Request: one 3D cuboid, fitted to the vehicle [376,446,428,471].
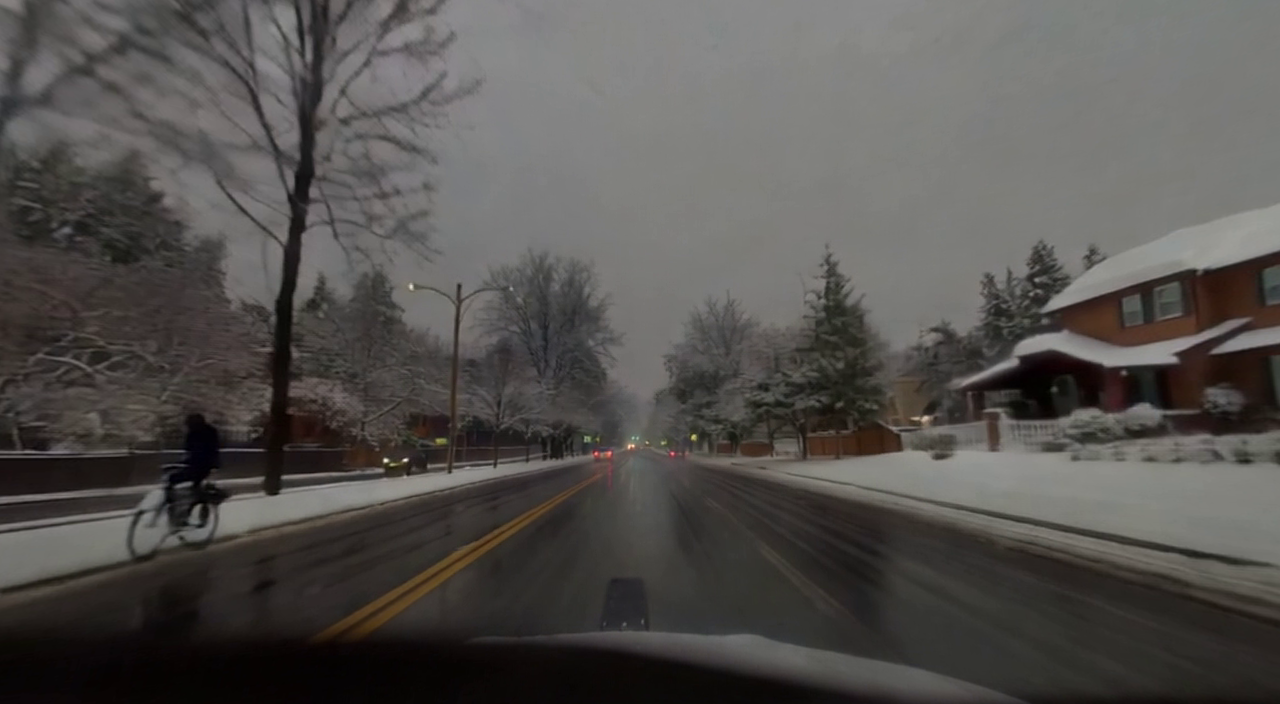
[{"bbox_3d":[-17.746,7.948,47.265,1.978,1.766,4.752,0,-9,1],"label":"vehicle"}]
